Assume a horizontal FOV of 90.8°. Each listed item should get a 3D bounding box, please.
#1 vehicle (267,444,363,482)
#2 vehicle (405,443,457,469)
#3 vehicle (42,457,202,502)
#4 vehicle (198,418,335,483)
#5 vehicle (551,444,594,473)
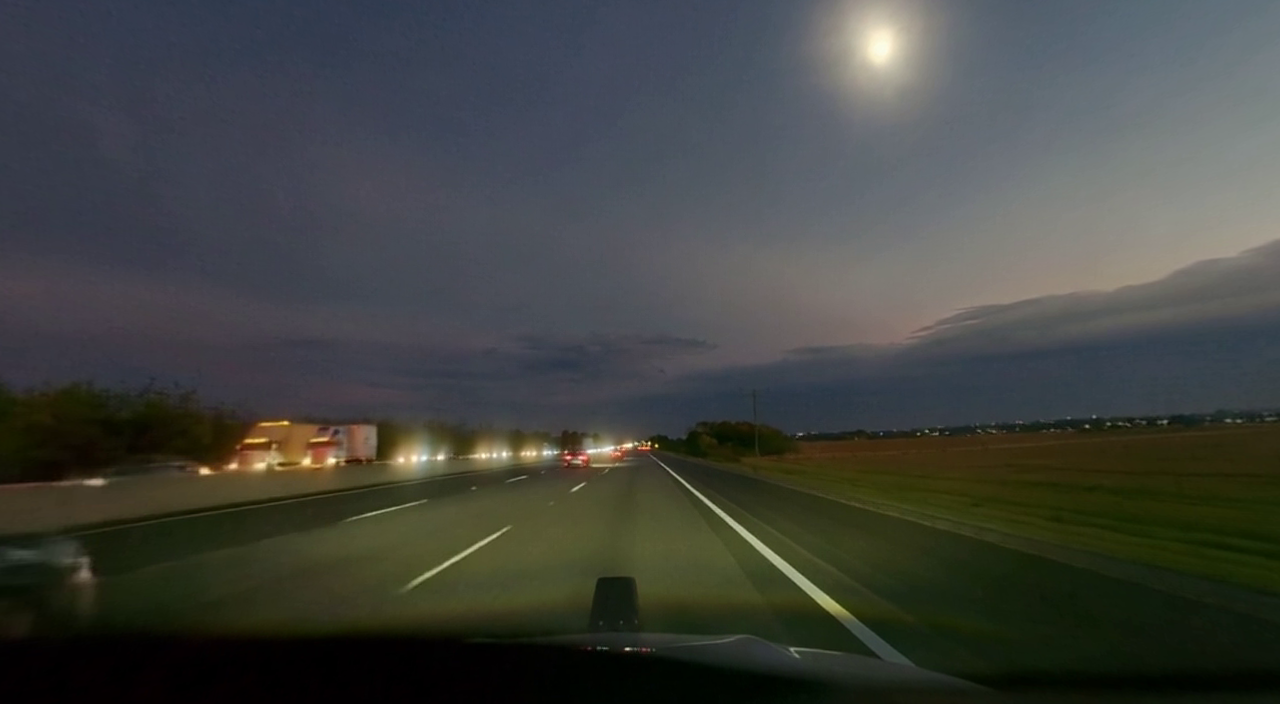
[{"bbox_3d":[-15.709,5.371,30.862,2.100,1.678,4.963,0,-9,-1],"label":"vehicle"},{"bbox_3d":[-15.556,7.744,47.159,2.204,1.768,4.787,0,-9,0],"label":"vehicle"},{"bbox_3d":[-19.255,4.727,23.828,1.947,1.459,4.851,0,-9,0],"label":"vehicle"},{"bbox_3d":[-23.747,6.421,41.026,3.167,3.707,9.297,-1,-9,0],"label":"vehicle"},{"bbox_3d":[-3.804,6.065,36.246,1.954,1.541,4.079,0,-9,1],"label":"vehicle"}]
